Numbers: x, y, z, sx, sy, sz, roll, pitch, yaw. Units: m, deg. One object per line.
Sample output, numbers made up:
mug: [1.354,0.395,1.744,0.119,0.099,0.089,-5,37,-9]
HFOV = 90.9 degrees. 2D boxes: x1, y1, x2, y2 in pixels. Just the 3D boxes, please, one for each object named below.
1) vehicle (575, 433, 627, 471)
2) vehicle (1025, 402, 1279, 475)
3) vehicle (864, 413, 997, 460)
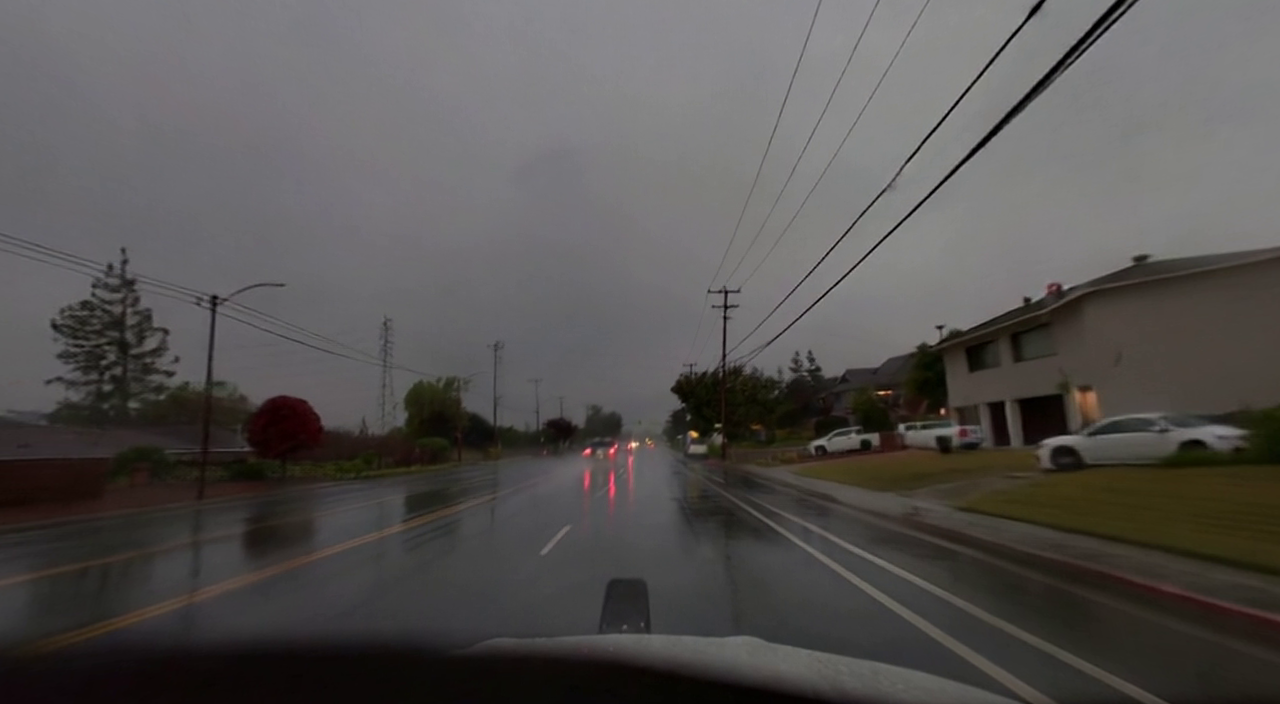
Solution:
vehicle: [-1.971,5.320,33.817,2.327,1.861,4.941,0,-9,2]
vehicle: [11.844,2.046,14.636,2.212,1.404,4.283,2,-10,-33]
vehicle: [12.497,3.683,27.317,4.719,1.553,1.889,-5,-8,0]
